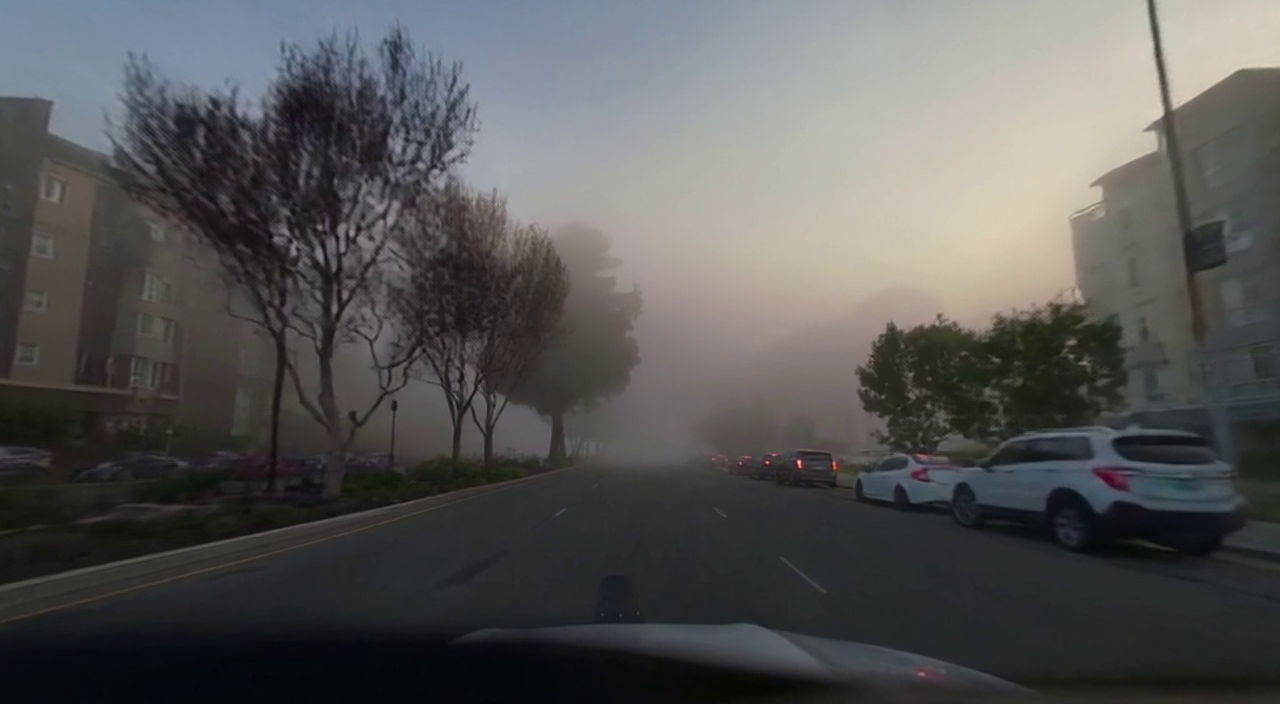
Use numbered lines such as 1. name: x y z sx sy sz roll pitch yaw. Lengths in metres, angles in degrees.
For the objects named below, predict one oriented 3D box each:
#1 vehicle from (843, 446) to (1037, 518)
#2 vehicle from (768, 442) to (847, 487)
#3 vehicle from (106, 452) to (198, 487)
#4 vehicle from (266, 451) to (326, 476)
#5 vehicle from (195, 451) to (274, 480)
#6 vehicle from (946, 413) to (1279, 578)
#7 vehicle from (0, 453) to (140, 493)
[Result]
1. vehicle: 7.035 3.068 15.490 2.145 1.470 4.693 1 -9 -5
2. vehicle: 6.801 4.607 26.087 2.078 1.699 4.292 0 -9 -1
3. vehicle: -25.828 6.201 33.509 1.730 1.734 4.001 0 -9 -1
4. vehicle: -25.557 8.270 46.916 1.945 1.694 4.329 0 -9 0
5. vehicle: -25.766 7.206 40.179 1.996 1.650 4.382 0 -9 2
6. vehicle: 7.084 2.016 9.723 2.241 1.877 4.810 0 -9 0
7. vehicle: -25.298 5.326 28.082 1.909 1.579 4.744 -1 -9 3
